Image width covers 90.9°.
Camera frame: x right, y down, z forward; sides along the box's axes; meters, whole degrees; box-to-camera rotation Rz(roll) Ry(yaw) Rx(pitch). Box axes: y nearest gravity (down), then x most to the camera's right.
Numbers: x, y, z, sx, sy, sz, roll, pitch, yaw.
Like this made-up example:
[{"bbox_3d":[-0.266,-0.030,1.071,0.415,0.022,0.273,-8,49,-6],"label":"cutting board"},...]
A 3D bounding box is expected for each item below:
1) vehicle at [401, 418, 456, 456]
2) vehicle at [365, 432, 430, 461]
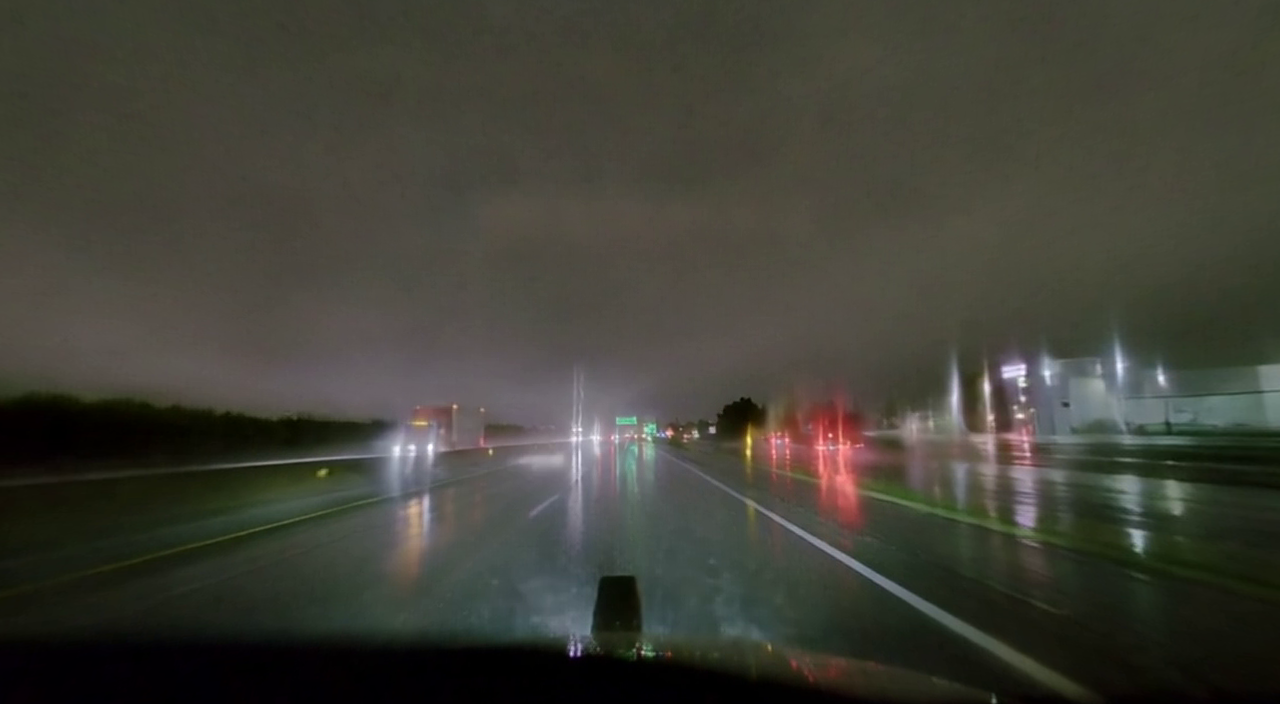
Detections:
[{"bbox_3d":[-15.687,6.328,47.028,2.372,2.705,4.535,0,-8,1],"label":"vehicle"},{"bbox_3d":[-15.700,6.137,41.124,2.053,1.724,5.287,0,-8,1],"label":"vehicle"}]
